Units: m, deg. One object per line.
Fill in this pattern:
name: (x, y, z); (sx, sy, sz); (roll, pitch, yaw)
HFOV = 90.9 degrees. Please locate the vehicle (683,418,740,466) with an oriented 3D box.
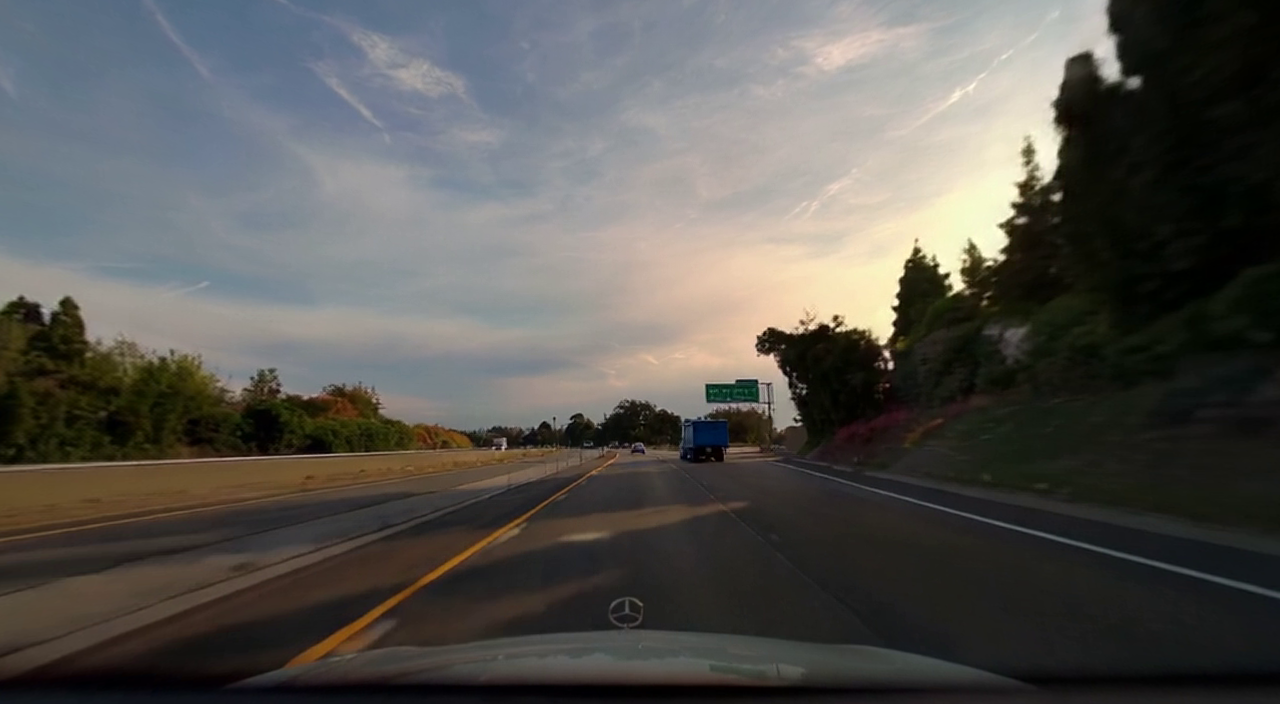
vehicle: (4.009, 5.249, 36.793); (2.430, 2.495, 6.062); (1, -8, -2)
